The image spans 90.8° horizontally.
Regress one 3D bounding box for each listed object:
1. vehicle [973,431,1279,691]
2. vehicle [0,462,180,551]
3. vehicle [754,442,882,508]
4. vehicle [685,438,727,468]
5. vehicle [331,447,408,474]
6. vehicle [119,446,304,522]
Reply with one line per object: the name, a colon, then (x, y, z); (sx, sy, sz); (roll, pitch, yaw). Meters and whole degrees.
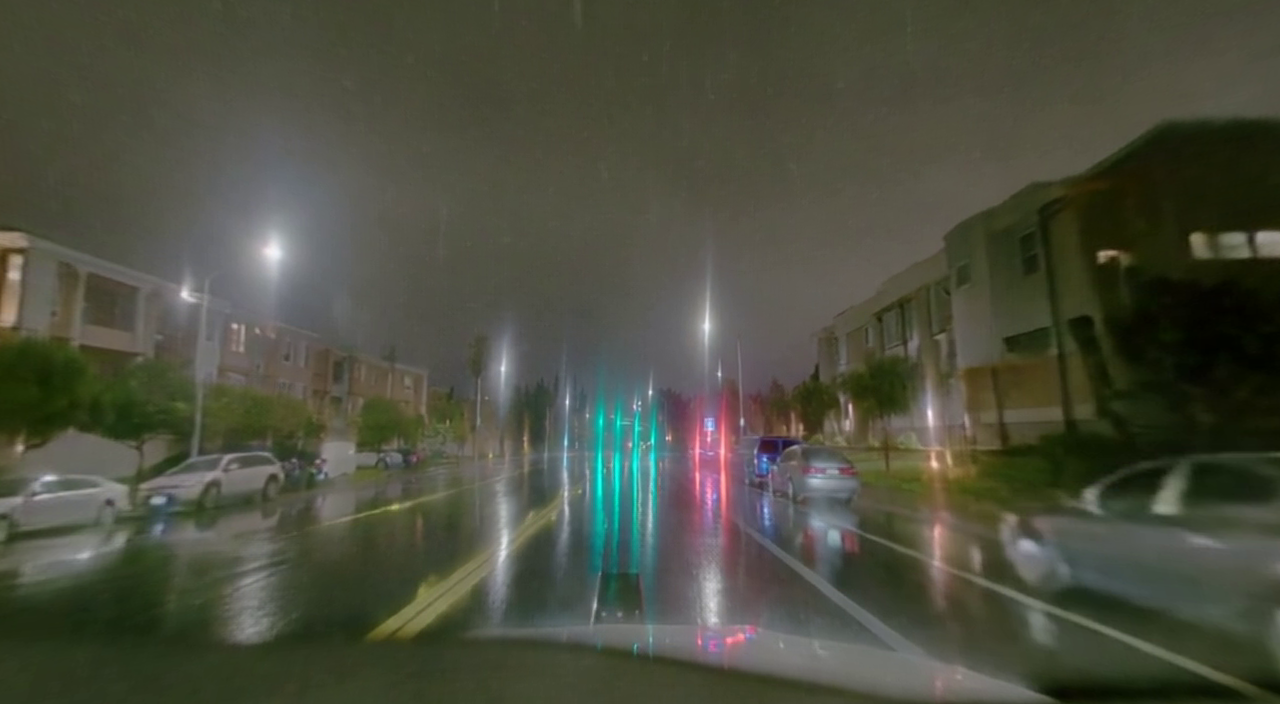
vehicle: (4.692, 1.331, 4.449); (2.024, 1.491, 4.647); (1, -8, -2)
vehicle: (-12.695, 3.196, 13.715); (1.954, 1.491, 4.633); (0, -8, -1)
vehicle: (4.516, 3.172, 16.866); (1.923, 1.493, 4.628); (0, -8, -2)
vehicle: (4.290, 6.626, 41.716); (2.052, 1.859, 4.778); (1, -8, -3)
vehicle: (-18.507, 7.404, 43.354); (4.397, 1.768, 1.956); (1, -8, -4)
vehicle: (-12.737, 3.888, 19.372); (2.149, 1.865, 5.247); (-3, -8, -2)
